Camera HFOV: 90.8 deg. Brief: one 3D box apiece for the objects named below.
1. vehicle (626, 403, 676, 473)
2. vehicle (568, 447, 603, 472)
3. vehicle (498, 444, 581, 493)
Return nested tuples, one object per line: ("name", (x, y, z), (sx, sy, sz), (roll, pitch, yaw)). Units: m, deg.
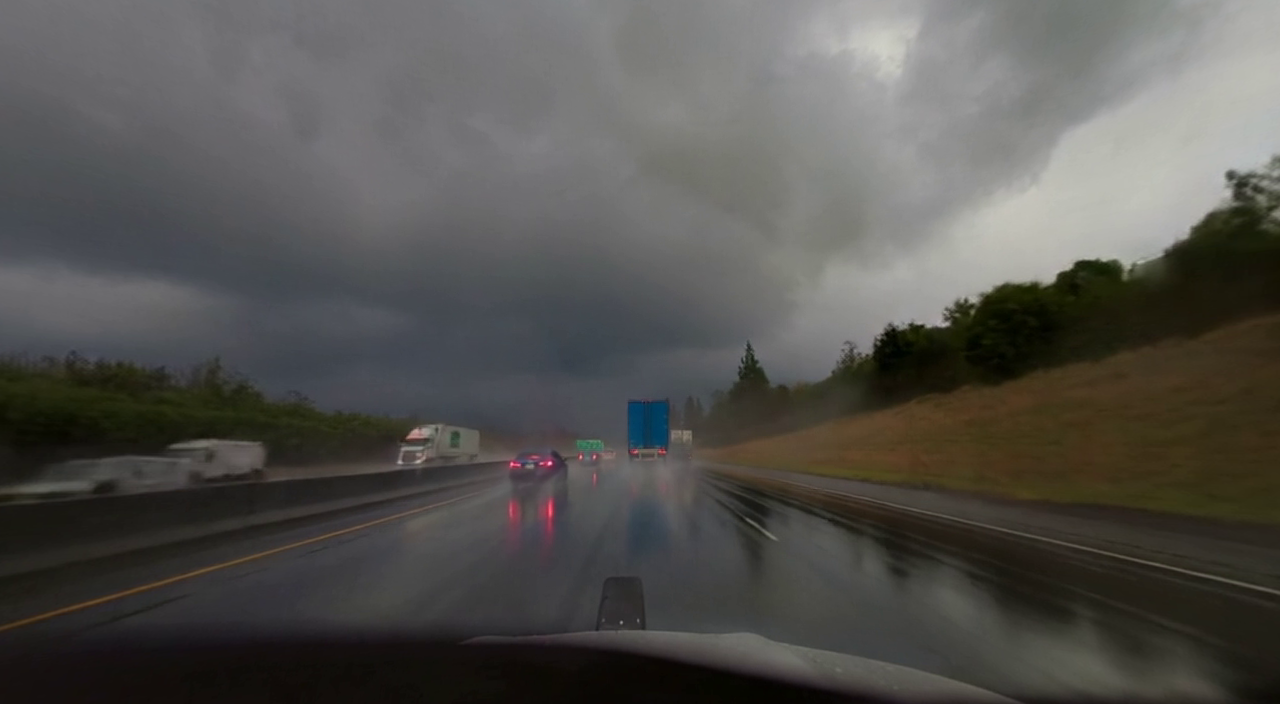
("vehicle", (0.631, 5.893, 42.643), (2.919, 4.048, 11.010), (0, -9, 0))
("vehicle", (-3.631, 7.238, 42.658), (2.051, 1.537, 4.111), (0, -9, 0))
("vehicle", (-3.336, 3.969, 21.843), (2.053, 1.489, 4.740), (0, -9, 1))
